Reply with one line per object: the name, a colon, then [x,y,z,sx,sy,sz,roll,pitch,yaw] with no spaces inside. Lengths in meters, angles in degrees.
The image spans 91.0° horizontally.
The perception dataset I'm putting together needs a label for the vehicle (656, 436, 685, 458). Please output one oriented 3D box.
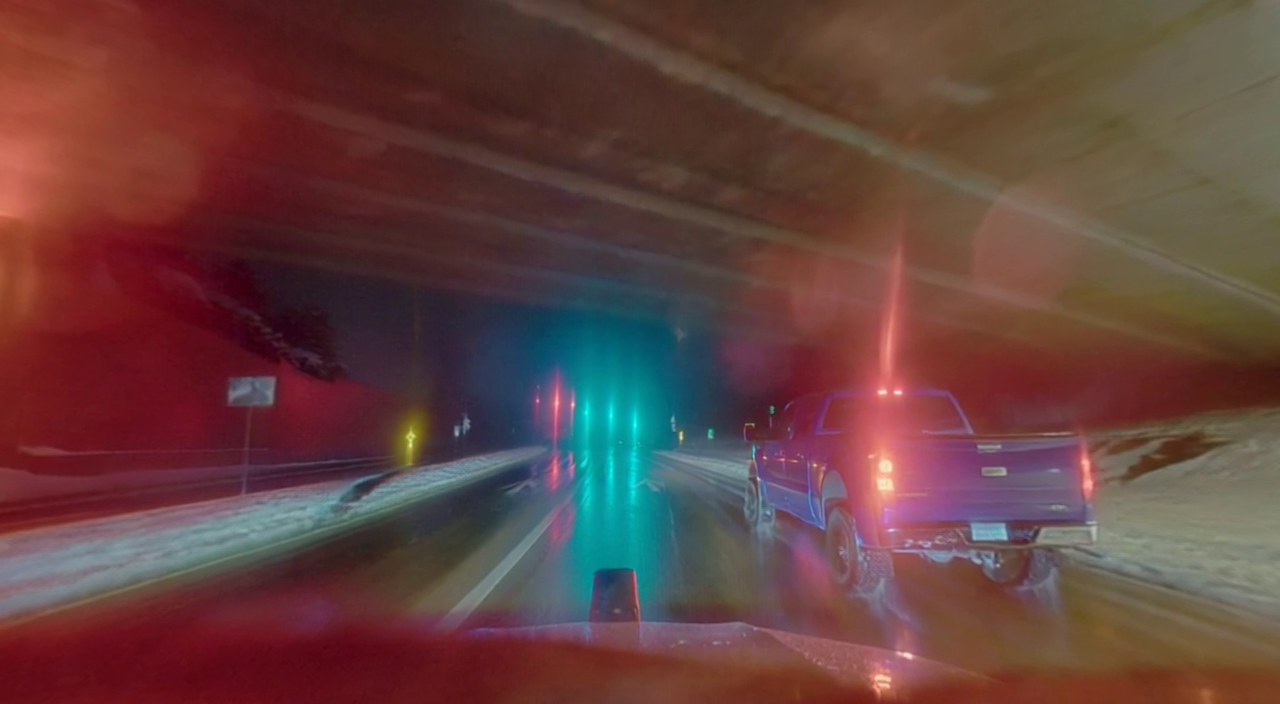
vehicle: [2.180,6.636,44.102,1.947,1.475,3.962,-1,-8,4]
